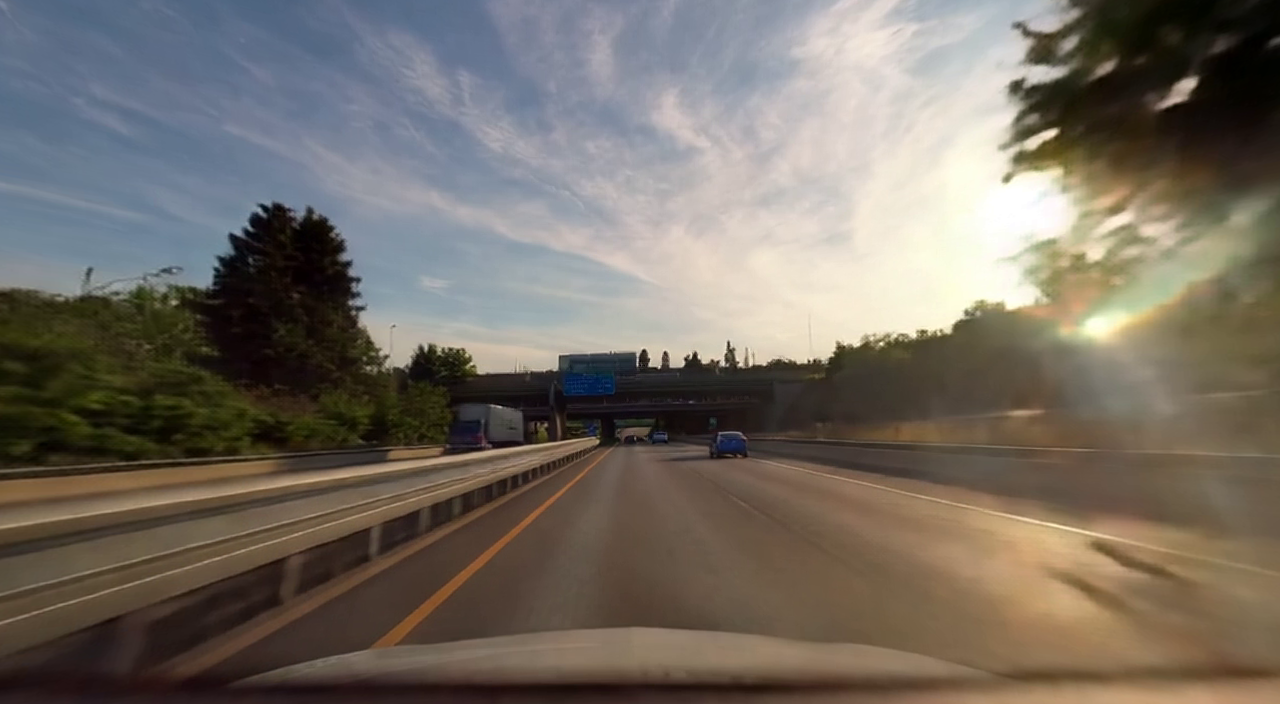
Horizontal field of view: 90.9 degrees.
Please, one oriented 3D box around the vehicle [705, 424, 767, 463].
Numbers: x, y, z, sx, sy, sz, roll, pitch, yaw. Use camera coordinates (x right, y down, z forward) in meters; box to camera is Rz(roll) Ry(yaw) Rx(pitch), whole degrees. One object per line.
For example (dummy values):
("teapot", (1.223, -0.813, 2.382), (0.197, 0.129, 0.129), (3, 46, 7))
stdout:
("vehicle", (4.320, 4.208, 29.088), (2.073, 1.651, 4.065), (0, -8, -2))
